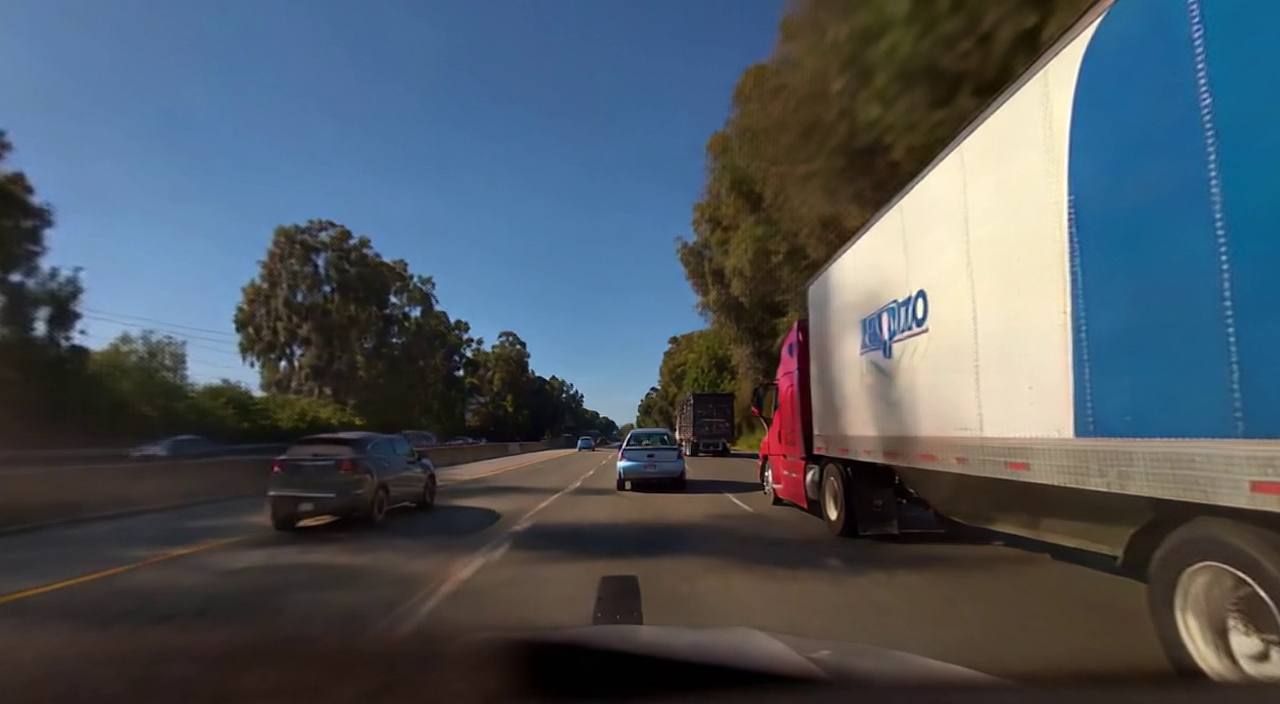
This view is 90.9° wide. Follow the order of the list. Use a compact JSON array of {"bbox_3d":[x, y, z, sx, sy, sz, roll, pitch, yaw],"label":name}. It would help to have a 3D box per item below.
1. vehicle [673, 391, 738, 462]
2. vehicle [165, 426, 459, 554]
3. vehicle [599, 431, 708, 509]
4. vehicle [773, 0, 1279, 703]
[{"bbox_3d":[4.098,5.160,42.842,2.869,4.067,13.731,0,-8,0],"label":"vehicle"},{"bbox_3d":[-4.417,1.890,9.512,2.048,1.452,4.430,0,-8,0],"label":"vehicle"},{"bbox_3d":[0.243,2.450,13.604,2.021,1.435,3.611,0,-8,0],"label":"vehicle"},{"bbox_3d":[4.196,0.069,5.598,2.816,4.070,14.136,0,-8,-1],"label":"vehicle"}]
